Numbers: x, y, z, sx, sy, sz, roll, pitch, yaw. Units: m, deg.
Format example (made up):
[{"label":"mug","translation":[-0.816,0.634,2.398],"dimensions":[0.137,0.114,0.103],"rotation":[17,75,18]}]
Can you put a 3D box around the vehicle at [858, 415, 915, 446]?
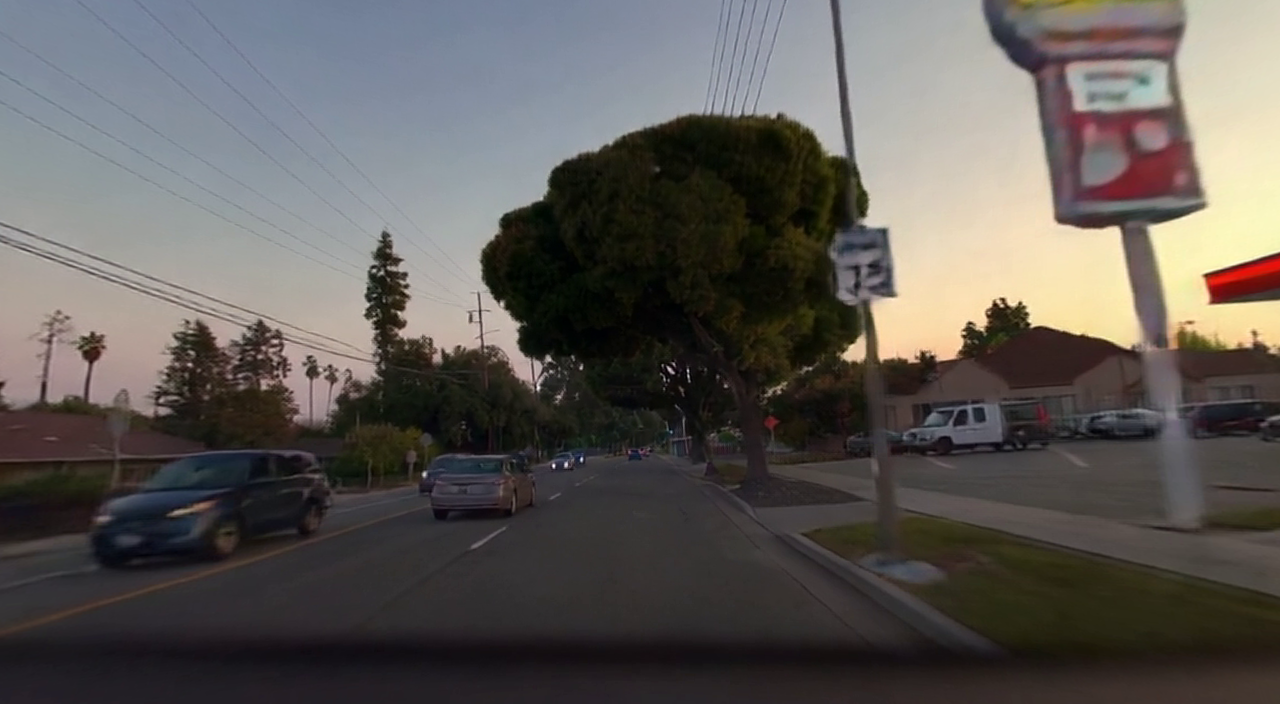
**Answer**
[{"label":"vehicle","translation":[17.436,5.631,44.933],"dimensions":[2.014,2.048,4.717],"rotation":[0,-9,-1]}]

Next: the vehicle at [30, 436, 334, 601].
[{"label":"vehicle","translation":[-6.853,2.399,10.151],"dimensions":[1.855,1.721,4.329],"rotation":[-9,-7,-6]}]

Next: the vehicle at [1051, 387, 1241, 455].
[{"label":"vehicle","translation":[19.758,2.805,25.023],"dimensions":[4.982,2.516,2.697],"rotation":[-2,-9,11]}]

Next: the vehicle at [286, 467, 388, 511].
[{"label":"vehicle","translation":[-12.279,5.553,25.965],"dimensions":[1.935,1.463,4.449],"rotation":[0,-9,1]}]

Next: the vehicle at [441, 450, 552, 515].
[{"label":"vehicle","translation":[-3.602,3.342,16.724],"dimensions":[1.943,1.455,4.414],"rotation":[0,-9,-1]}]

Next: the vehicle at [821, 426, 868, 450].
[{"label":"vehicle","translation":[14.405,6.108,44.646],"dimensions":[1.835,1.549,4.178],"rotation":[0,-9,-1]}]

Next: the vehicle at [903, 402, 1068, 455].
[{"label":"vehicle","translation":[13.927,3.161,25.799],"dimensions":[5.266,2.021,2.329],"rotation":[-1,-9,4]}]

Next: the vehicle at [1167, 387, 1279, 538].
[{"label":"vehicle","translation":[7.909,1.197,7.043],"dimensions":[4.000,1.440,1.746],"rotation":[5,-10,-30]}]
